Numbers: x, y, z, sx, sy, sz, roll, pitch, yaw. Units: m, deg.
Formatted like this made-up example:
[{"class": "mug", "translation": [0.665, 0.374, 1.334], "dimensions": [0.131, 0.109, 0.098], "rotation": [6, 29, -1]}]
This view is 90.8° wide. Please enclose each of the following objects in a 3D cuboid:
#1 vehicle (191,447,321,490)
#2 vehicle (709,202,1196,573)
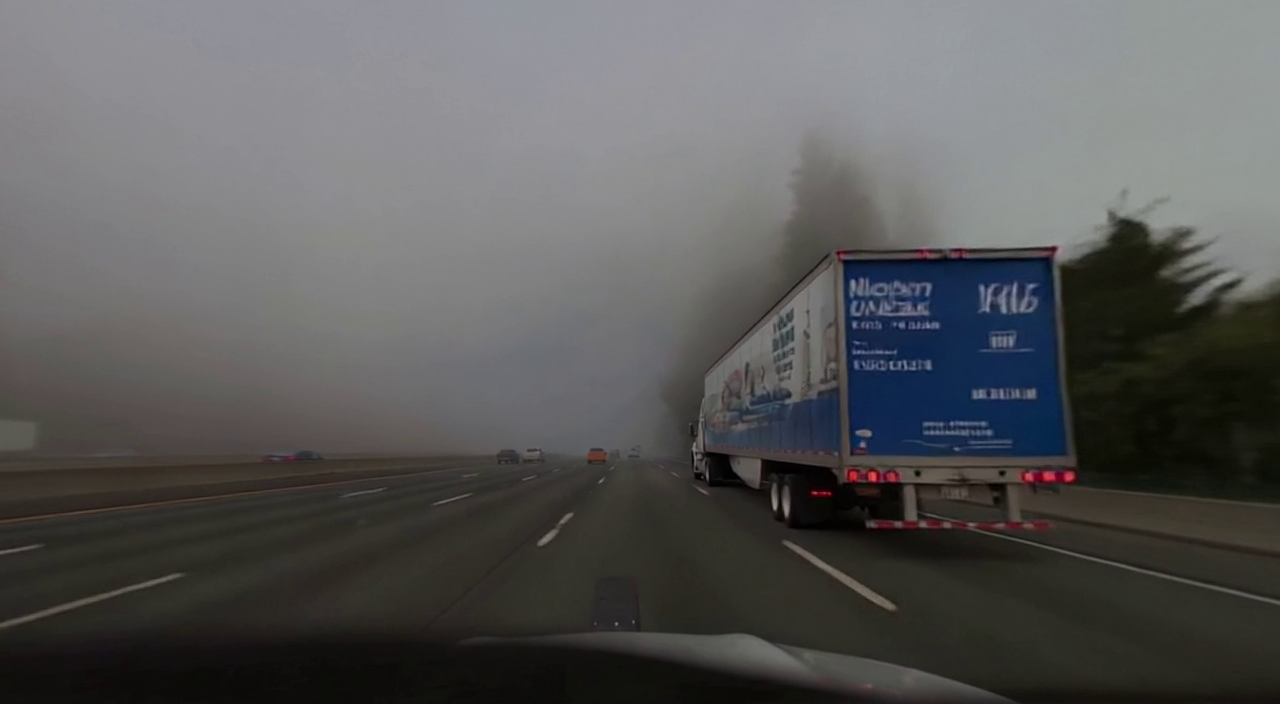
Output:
[{"class": "vehicle", "translation": [-14.496, 4.378, 24.243], "dimensions": [1.982, 1.471, 4.747], "rotation": [0, -9, 0]}, {"class": "vehicle", "translation": [4.203, 1.468, 14.685], "dimensions": [3.140, 4.100, 15.551], "rotation": [0, -9, -1]}]
